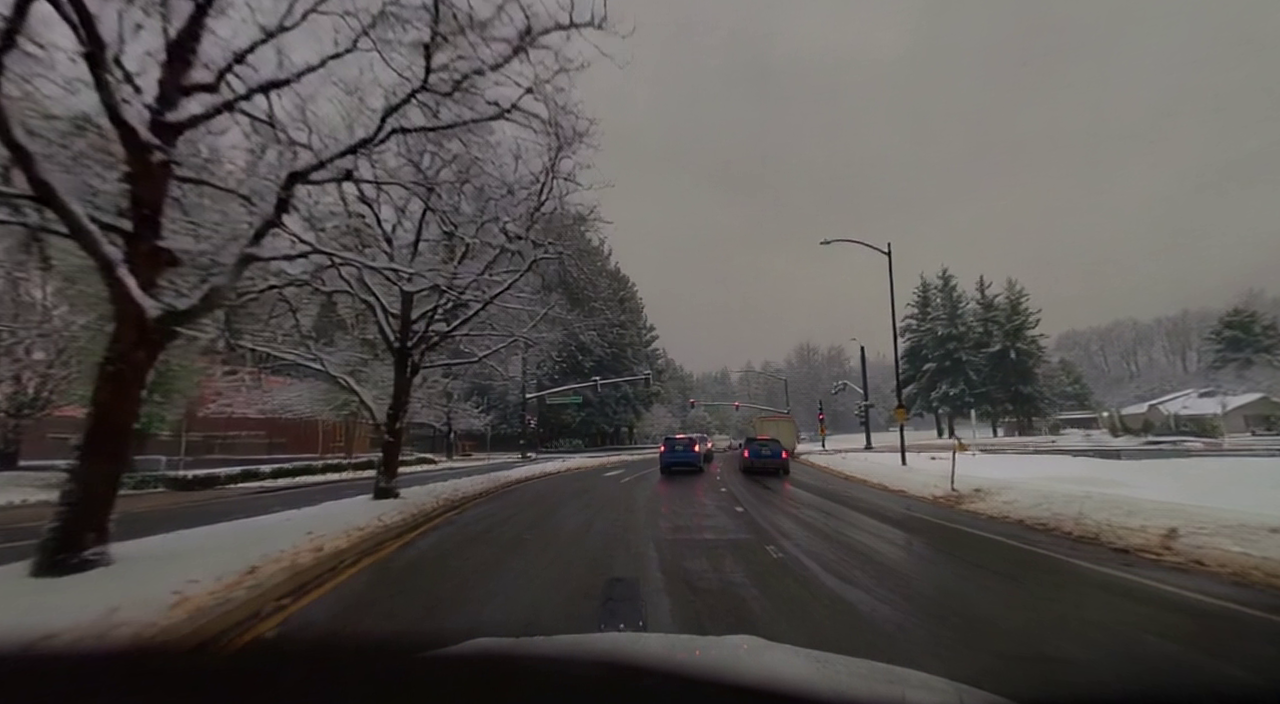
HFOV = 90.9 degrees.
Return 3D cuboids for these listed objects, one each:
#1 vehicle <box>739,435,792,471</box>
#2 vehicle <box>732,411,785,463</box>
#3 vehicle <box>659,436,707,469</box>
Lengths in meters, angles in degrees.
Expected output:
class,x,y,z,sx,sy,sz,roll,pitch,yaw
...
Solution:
class,x,y,z,sx,sy,sz,roll,pitch,yaw
vehicle,5.680,4.631,29.008,1.989,1.497,4.436,-1,-8,6
vehicle,7.539,5.584,41.054,2.721,3.047,7.204,-1,-9,6
vehicle,2.164,4.887,30.723,2.066,1.482,4.273,-1,-8,7
